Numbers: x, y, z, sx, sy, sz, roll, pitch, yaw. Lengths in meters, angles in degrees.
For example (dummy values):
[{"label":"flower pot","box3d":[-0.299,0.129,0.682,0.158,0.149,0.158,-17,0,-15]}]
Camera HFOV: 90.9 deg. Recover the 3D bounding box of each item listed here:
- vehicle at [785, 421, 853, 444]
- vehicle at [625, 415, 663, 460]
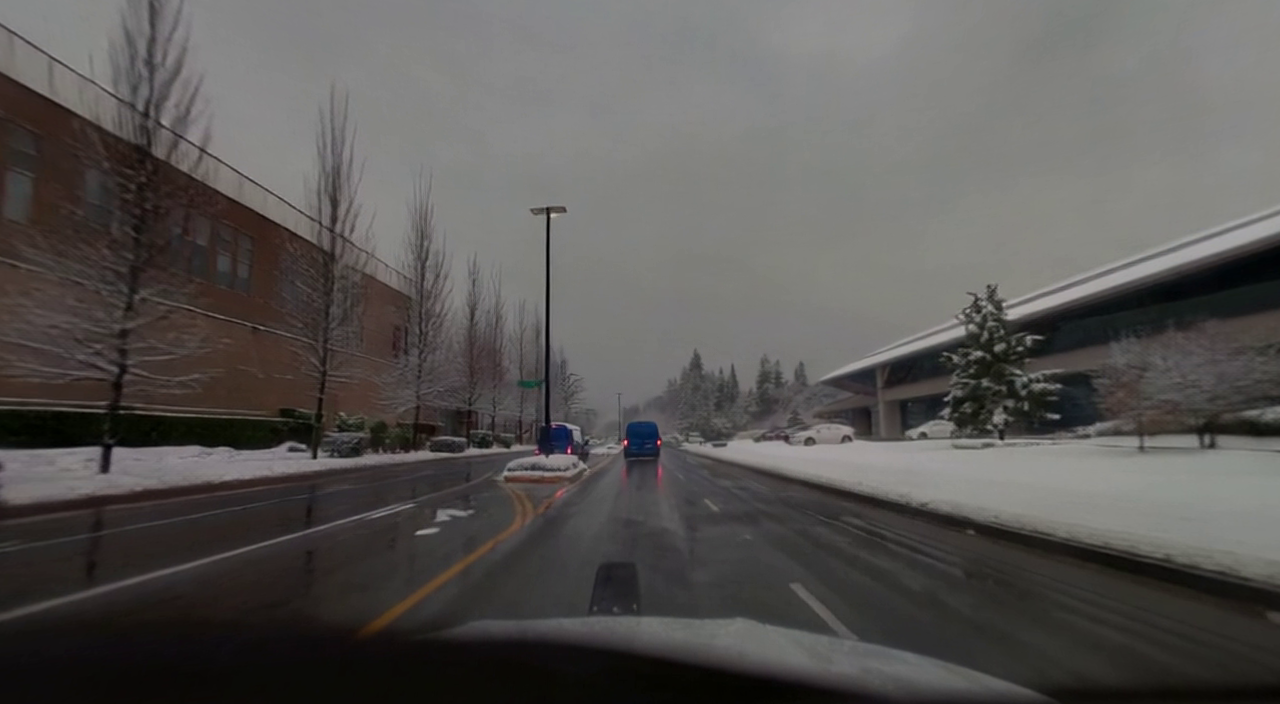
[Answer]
[{"label":"vehicle","box3d":[12.555,5.662,44.331,4.184,1.578,1.976,0,-8,-2]},{"label":"vehicle","box3d":[0.212,5.800,42.755,2.435,2.816,5.232,0,-8,-1]}]
